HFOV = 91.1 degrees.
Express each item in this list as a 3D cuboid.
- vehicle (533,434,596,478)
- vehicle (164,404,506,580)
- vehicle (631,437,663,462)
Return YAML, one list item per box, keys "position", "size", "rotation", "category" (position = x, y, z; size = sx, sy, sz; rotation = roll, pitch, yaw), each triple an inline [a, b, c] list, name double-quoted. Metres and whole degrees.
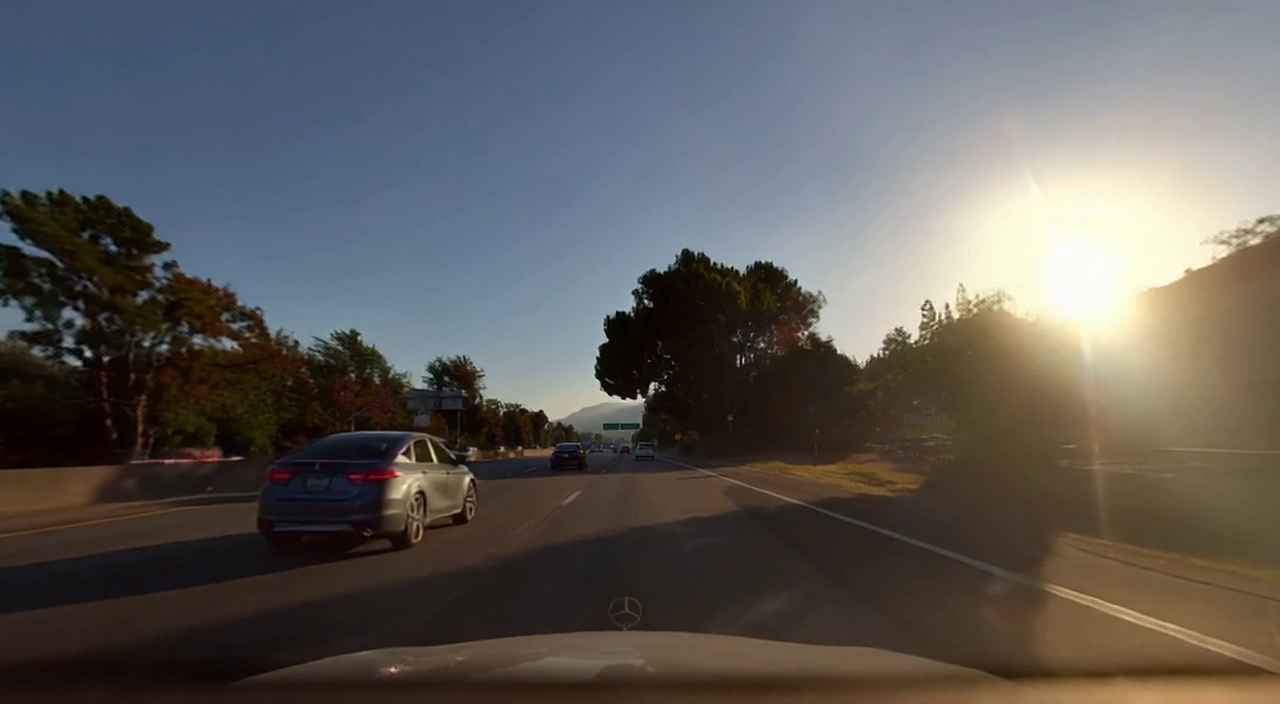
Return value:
- position: [-3.091, 4.351, 26.517]
  size: [2.056, 1.679, 4.204]
  rotation: [0, -8, 1]
  category: "vehicle"
- position: [-3.474, 1.710, 8.627]
  size: [2.040, 1.672, 5.122]
  rotation: [0, -8, 1]
  category: "vehicle"
- position: [0.529, 7.373, 47.471]
  size: [2.285, 1.797, 4.478]
  rotation: [0, -8, 0]
  category: "vehicle"
